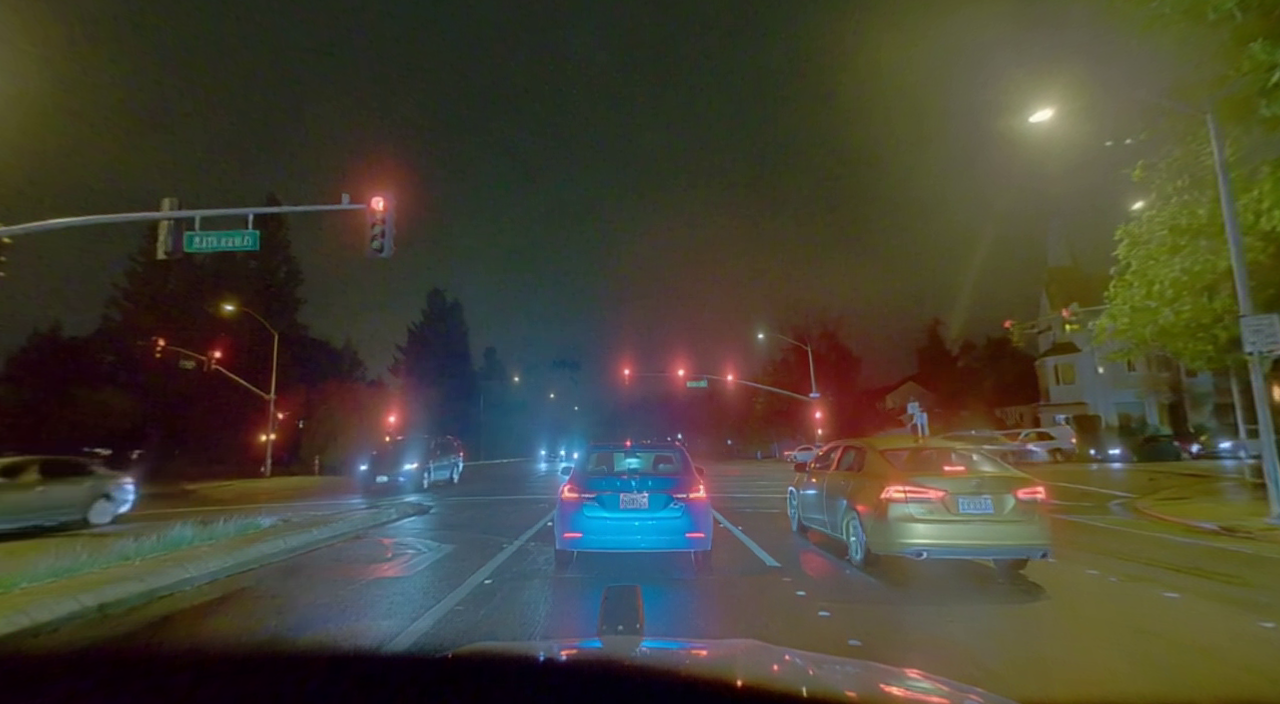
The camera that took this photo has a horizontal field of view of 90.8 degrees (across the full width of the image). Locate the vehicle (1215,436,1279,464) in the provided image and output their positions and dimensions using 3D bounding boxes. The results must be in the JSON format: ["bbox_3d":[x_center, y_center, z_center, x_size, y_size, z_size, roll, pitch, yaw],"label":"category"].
[{"bbox_3d":[33.763,5.192,33.632,4.489,1.432,1.790,0,-9,0],"label":"vehicle"}]

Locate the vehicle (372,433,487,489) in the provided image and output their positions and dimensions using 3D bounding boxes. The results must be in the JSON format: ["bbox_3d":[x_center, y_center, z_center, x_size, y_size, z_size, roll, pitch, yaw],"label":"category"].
[{"bbox_3d":[-7.476,3.932,23.148,2.383,1.779,4.973,0,-8,1],"label":"vehicle"}]

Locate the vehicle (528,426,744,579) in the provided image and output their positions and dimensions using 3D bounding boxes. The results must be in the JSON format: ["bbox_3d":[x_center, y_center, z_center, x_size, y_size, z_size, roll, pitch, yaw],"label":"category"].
[{"bbox_3d":[-0.053,1.779,8.273,2.103,1.478,4.073,0,-8,-1],"label":"vehicle"}]

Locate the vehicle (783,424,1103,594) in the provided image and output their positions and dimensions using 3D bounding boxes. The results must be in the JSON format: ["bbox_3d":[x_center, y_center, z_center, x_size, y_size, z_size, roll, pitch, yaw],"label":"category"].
[{"bbox_3d":[3.181,1.714,7.766,1.913,1.505,4.097,0,-8,0],"label":"vehicle"}]

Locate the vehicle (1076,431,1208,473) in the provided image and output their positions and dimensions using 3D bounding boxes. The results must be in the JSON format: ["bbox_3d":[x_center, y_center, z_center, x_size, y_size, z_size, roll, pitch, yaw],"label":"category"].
[{"bbox_3d":[23.985,4.782,30.307,4.520,1.762,2.005,-1,-8,-1],"label":"vehicle"}]

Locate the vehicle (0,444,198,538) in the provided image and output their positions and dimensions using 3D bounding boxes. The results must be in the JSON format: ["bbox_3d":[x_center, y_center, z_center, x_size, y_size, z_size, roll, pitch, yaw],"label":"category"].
[{"bbox_3d":[-11.491,2.562,12.212,2.102,1.531,5.072,0,-8,2],"label":"vehicle"}]
